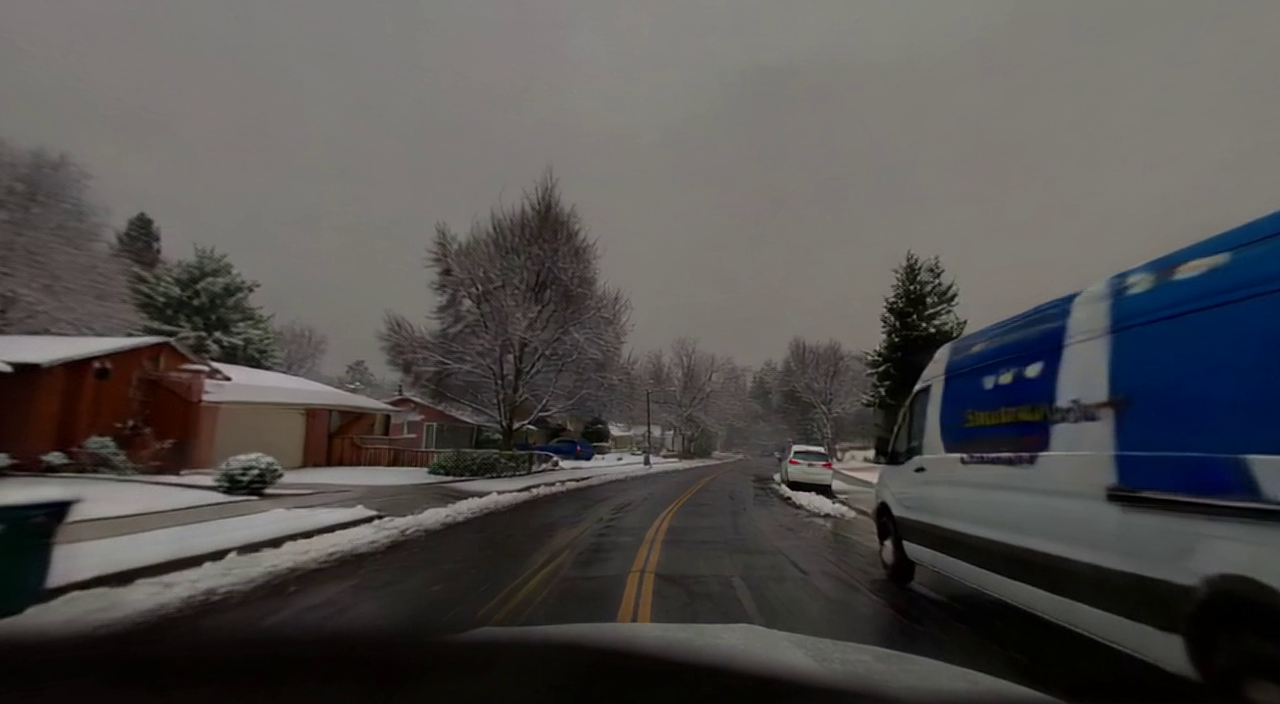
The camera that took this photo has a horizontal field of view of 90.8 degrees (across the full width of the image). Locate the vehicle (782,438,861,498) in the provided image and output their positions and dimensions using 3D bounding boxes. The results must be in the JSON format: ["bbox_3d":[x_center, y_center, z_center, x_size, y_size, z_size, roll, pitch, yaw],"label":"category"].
[{"bbox_3d":[5.673,3.632,20.217,1.822,1.668,4.147,-1,-9,8],"label":"vehicle"}]

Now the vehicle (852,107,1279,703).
[{"bbox_3d":[3.920,0.724,4.597,2.684,2.712,6.197,0,-9,1],"label":"vehicle"}]

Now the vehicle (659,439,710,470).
[{"bbox_3d":[2.743,6.097,37.818,2.278,1.704,5.321,-2,-9,12],"label":"vehicle"}]
